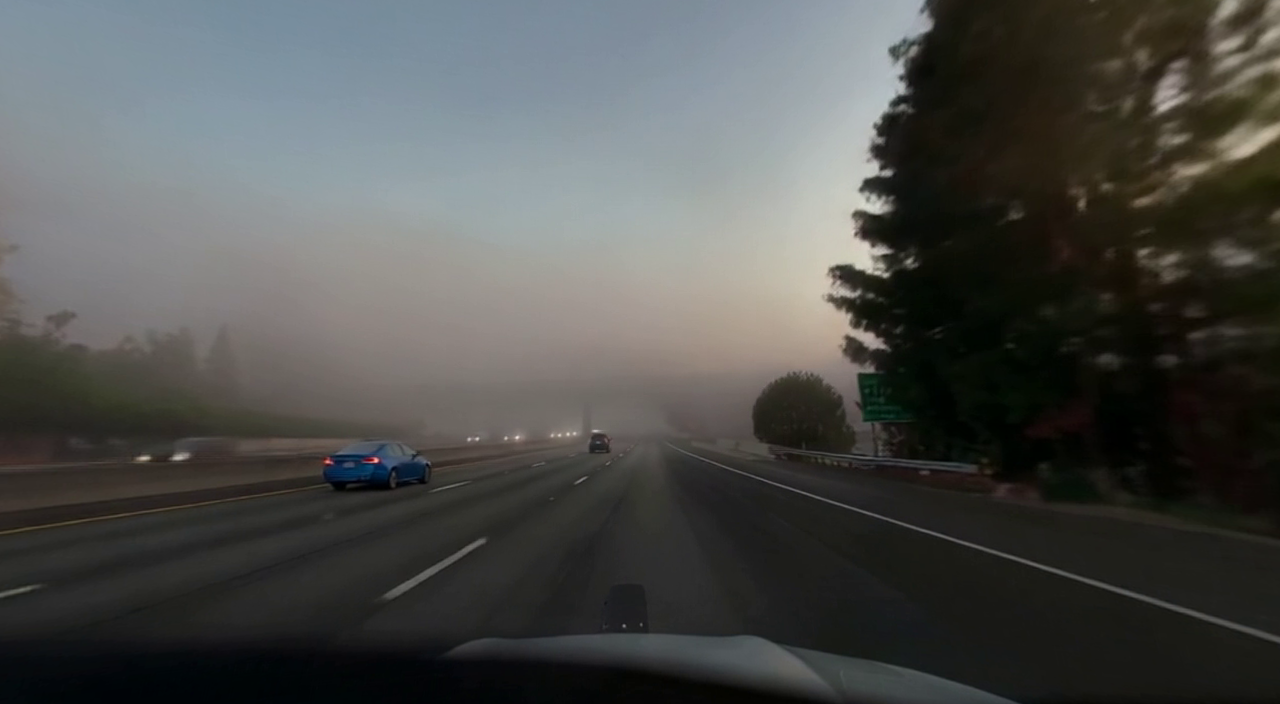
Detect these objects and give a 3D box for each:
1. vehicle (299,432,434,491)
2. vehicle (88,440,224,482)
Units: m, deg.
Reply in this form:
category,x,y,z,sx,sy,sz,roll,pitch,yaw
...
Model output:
category,x,y,z,sx,sy,sz,roll,pitch,yaw
vehicle,-7.755,3.144,18.418,1.987,1.486,4.174,0,-8,2
vehicle,-18.231,4.100,24.056,1.736,1.455,4.263,0,-8,1
